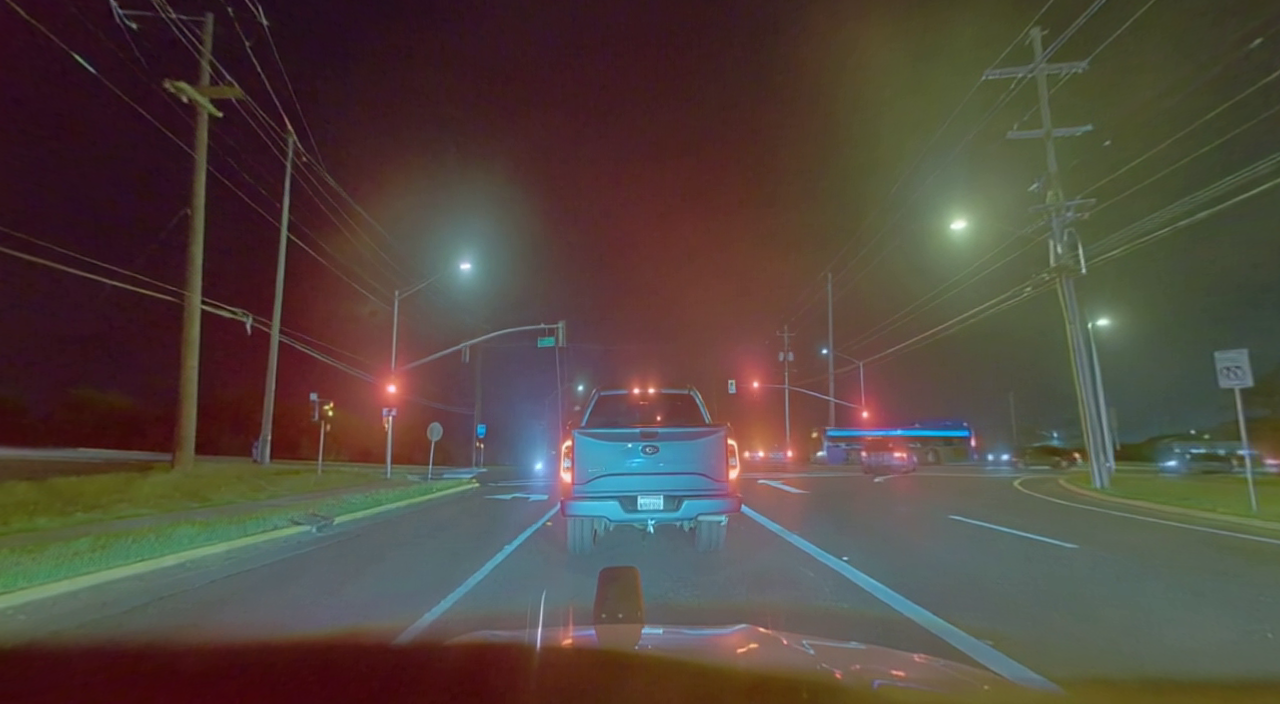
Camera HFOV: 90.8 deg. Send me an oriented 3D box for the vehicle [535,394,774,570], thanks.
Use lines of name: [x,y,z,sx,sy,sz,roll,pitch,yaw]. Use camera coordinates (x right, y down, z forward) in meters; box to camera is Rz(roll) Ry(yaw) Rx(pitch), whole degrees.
vehicle: [0.116,1.878,10.004,2.707,1.964,5.485,0,-8,-1]

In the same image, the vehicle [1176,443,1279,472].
vehicle: [38.485,6.844,41.135,5.426,1.728,1.999,0,-8,-3]

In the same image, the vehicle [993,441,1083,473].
vehicle: [28.069,7.440,44.689,5.077,2.008,1.991,3,-9,-3]

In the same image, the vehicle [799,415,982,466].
vehicle: [16.378,5.912,41.991,10.726,3.128,3.003,-1,-8,3]
